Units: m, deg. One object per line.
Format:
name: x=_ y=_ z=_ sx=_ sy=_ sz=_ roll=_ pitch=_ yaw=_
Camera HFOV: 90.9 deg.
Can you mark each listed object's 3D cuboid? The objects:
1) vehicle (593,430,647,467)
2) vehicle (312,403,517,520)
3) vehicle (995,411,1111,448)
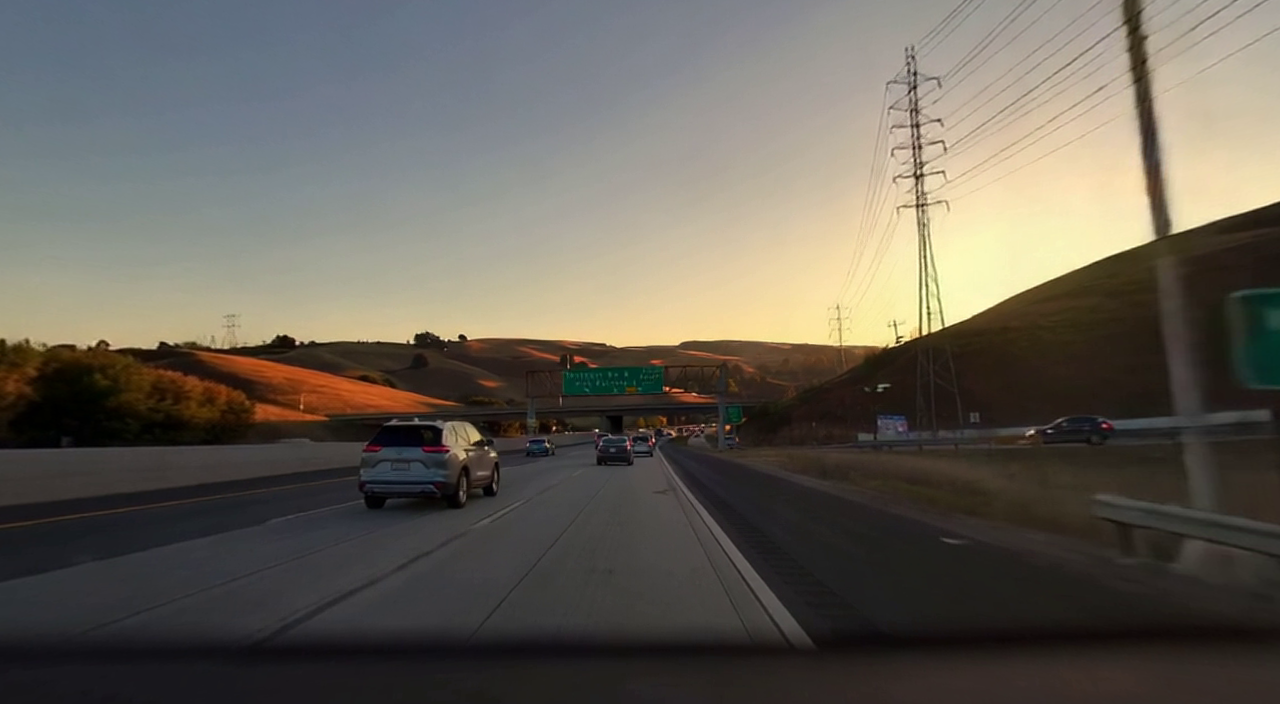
vehicle: x=-0.891 y=4.638 z=30.361 sx=2.193 sy=1.651 sz=3.946 roll=-1 pitch=-8 yaw=4
vehicle: x=-4.081 y=2.109 z=12.536 sx=2.228 sy=1.845 sz=4.847 roll=0 pitch=-8 yaw=1
vehicle: x=31.060 y=5.923 z=47.554 sx=6.876 sy=2.571 sz=2.571 roll=-7 pitch=-11 yaw=39
